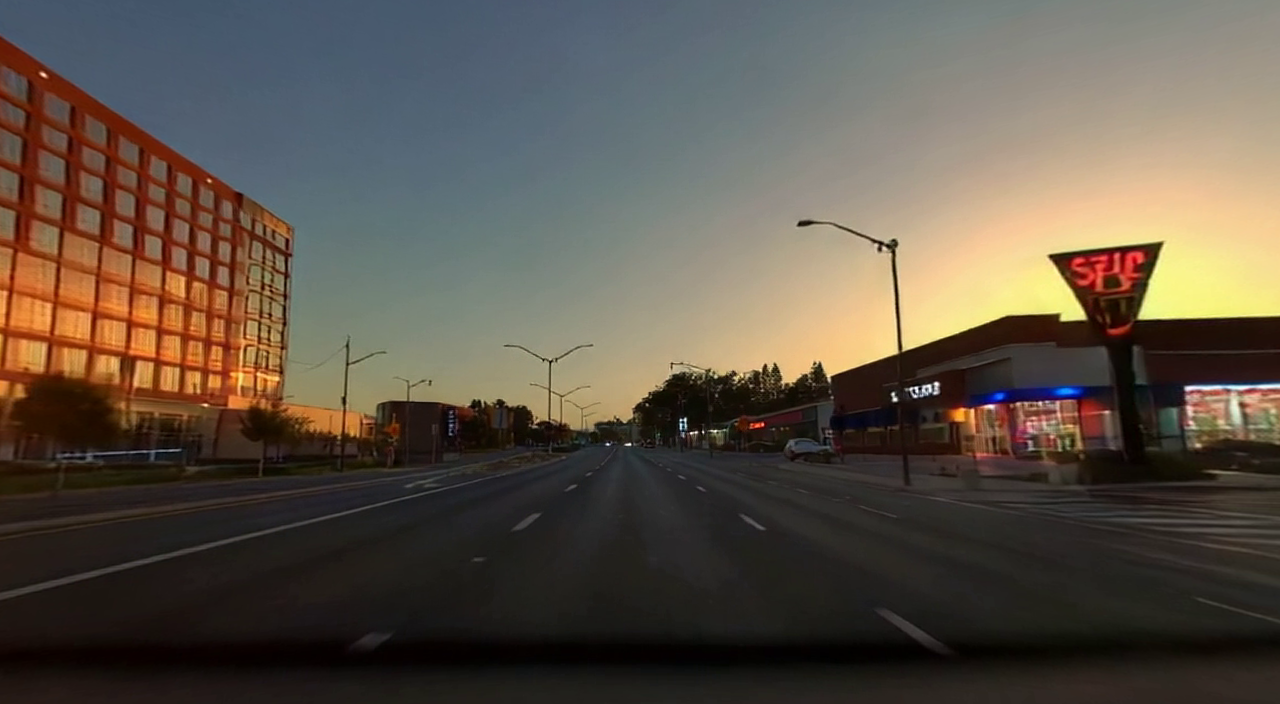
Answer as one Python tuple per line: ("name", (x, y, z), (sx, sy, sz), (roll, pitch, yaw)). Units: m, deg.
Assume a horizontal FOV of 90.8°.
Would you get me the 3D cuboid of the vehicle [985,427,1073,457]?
("vehicle", (29.527, 6.813, 47.876), (6.327, 1.962, 2.210), (1, -9, -23))
